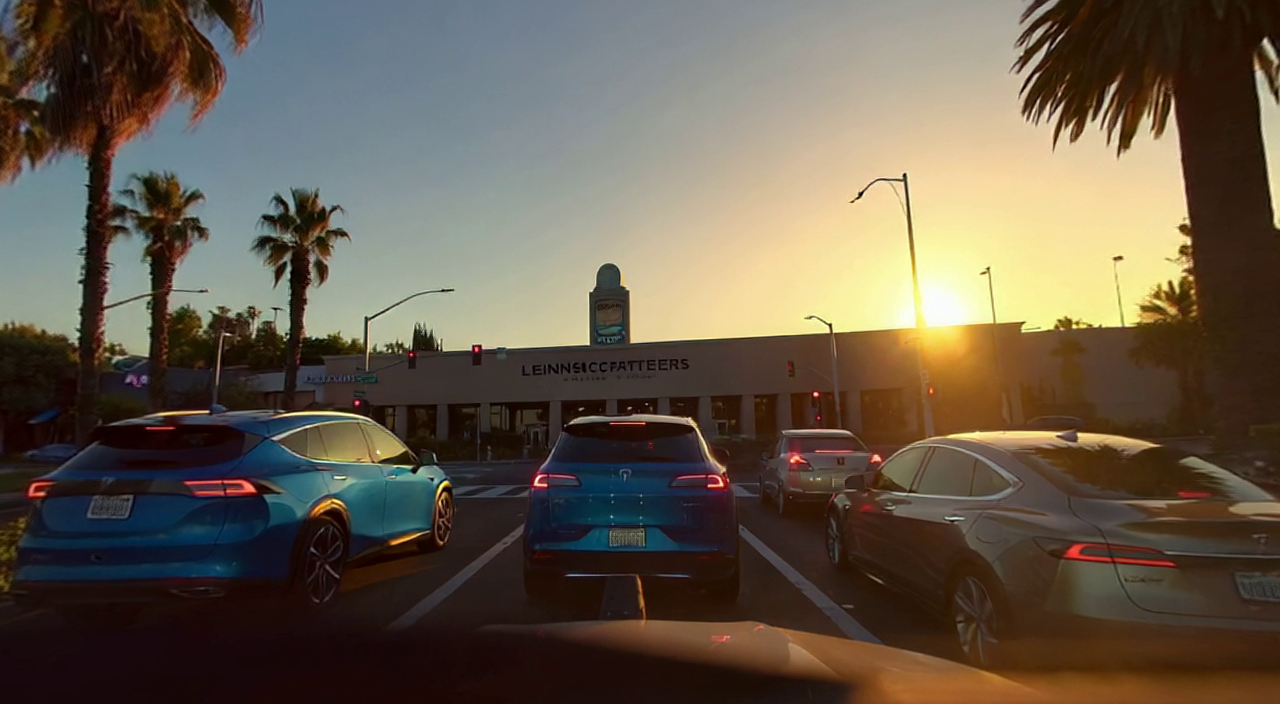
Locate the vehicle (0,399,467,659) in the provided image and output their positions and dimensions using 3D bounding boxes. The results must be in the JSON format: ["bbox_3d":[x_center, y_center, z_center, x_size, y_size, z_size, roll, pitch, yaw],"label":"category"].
[{"bbox_3d":[-3.350,1.381,6.052,2.014,1.534,4.455,0,-8,1],"label":"vehicle"}]

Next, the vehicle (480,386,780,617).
[{"bbox_3d":[-0.135,1.461,7.068,2.280,1.747,4.361,0,-8,-2],"label":"vehicle"}]

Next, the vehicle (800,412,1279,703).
[{"bbox_3d":[2.975,1.370,5.255,2.017,1.491,4.611,0,-8,-1],"label":"vehicle"}]
